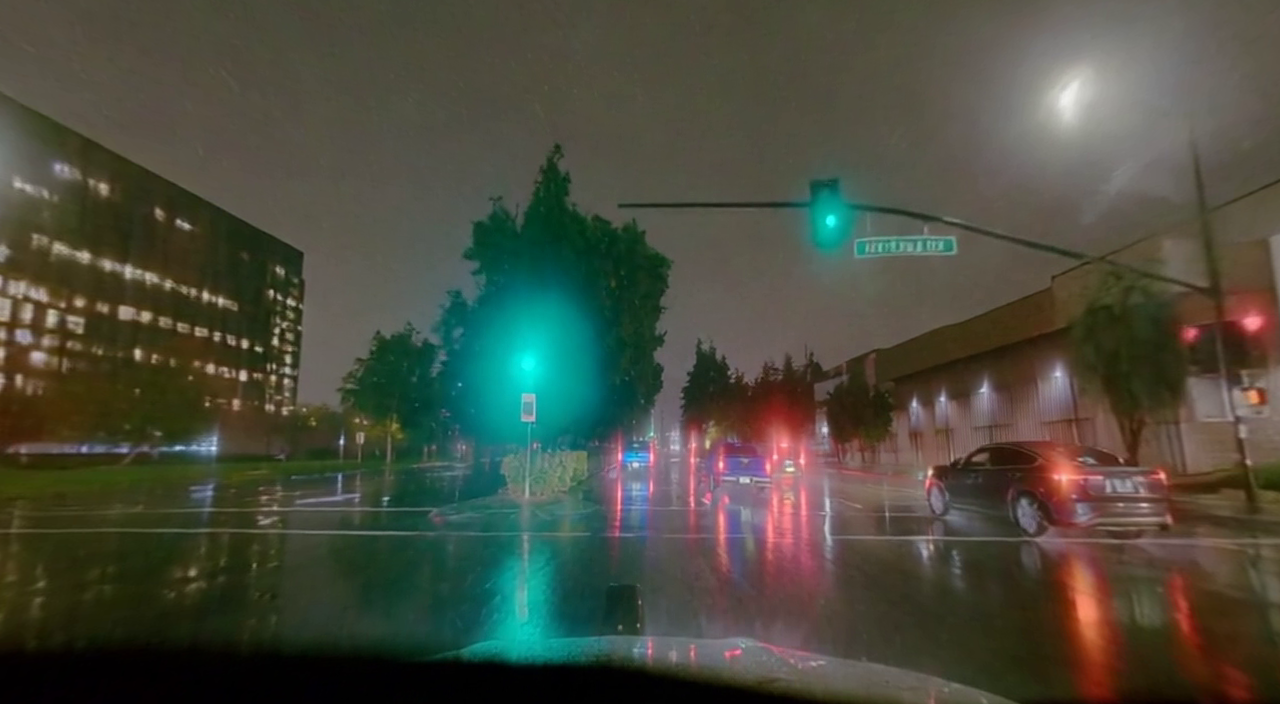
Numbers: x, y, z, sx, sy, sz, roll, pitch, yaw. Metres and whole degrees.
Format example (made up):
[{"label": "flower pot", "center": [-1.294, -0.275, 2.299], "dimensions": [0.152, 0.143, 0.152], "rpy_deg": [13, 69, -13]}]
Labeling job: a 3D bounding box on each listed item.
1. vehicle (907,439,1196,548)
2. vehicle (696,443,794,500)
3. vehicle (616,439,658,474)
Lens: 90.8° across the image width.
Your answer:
[{"label": "vehicle", "center": [6.604, 2.271, 10.969], "dimensions": [1.855, 1.469, 4.598], "rpy_deg": [0, -8, -1]}, {"label": "vehicle", "center": [2.941, 3.458, 18.767], "dimensions": [2.057, 1.463, 4.365], "rpy_deg": [0, -8, -2]}, {"label": "vehicle", "center": [-0.189, 6.069, 36.978], "dimensions": [2.344, 1.883, 4.572], "rpy_deg": [0, -8, -1]}]
